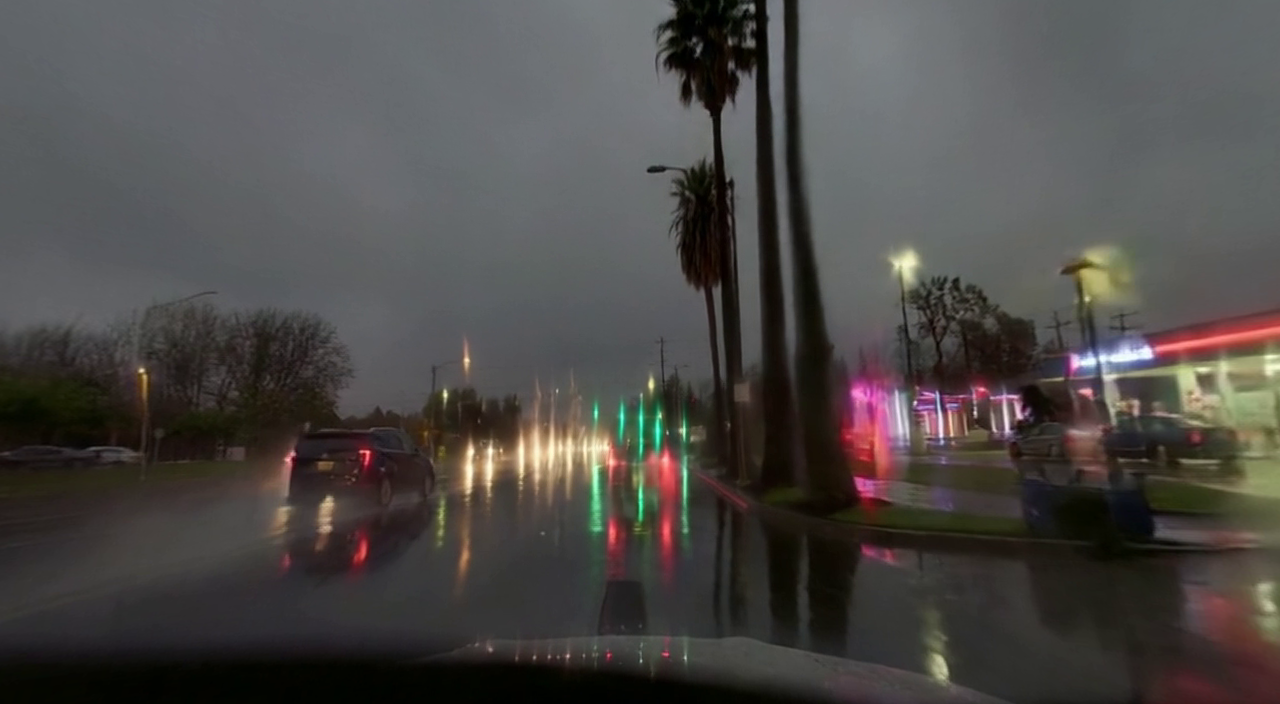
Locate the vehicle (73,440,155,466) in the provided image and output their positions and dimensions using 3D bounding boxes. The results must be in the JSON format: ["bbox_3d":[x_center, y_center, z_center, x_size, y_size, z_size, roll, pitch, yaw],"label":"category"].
[{"bbox_3d":[-35.502,6.828,42.526,1.888,1.650,4.369,1,-8,-2],"label":"vehicle"}]

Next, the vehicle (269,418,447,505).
[{"bbox_3d":[-6.284,2.498,14.685,2.057,1.705,4.394,0,-8,1],"label":"vehicle"}]

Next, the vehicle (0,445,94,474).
[{"bbox_3d":[-32.375,5.742,33.745,4.056,1.453,1.865,4,-9,-26],"label":"vehicle"}]

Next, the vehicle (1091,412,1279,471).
[{"bbox_3d":[17.075,2.841,19.965,2.009,1.630,4.436,0,-8,-2],"label":"vehicle"}]

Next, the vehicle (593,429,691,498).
[{"bbox_3d":[0.055,2.787,16.081,2.145,1.483,4.453,0,-8,0],"label":"vehicle"}]

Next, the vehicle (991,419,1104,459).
[{"bbox_3d":[16.726,3.635,26.106,1.902,1.502,4.395,0,-9,3],"label":"vehicle"}]
